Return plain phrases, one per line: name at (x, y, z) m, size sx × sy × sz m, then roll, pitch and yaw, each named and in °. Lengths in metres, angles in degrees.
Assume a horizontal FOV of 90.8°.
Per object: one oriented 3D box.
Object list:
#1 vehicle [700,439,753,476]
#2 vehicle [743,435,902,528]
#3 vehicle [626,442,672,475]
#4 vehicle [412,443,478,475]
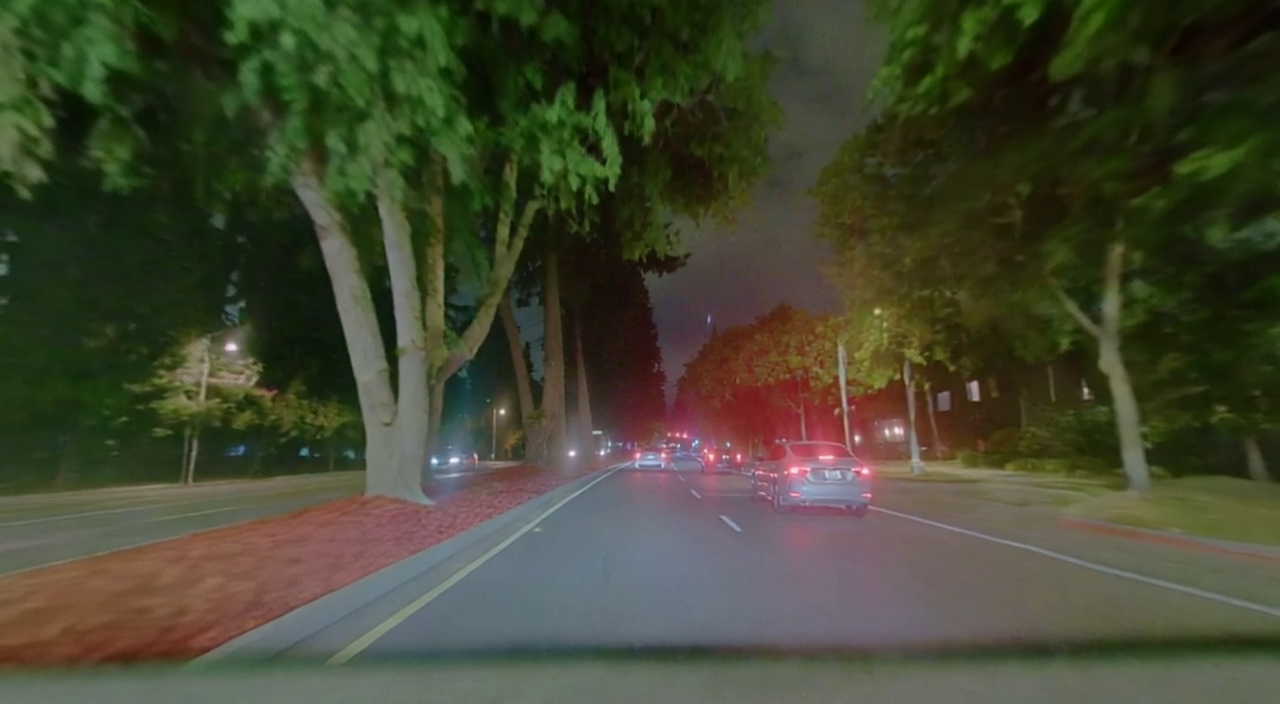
vehicle at (4.180, 5.154, 31.122) m, size 2.074 × 1.652 × 4.340 m, roll 0°, pitch -9°, yaw 1°
vehicle at (3.396, 2.481, 12.695) m, size 1.985 × 1.529 × 4.147 m, roll 0°, pitch -9°, yaw 1°
vehicle at (0.481, 5.091, 30.485) m, size 2.082 × 1.473 × 4.028 m, roll 0°, pitch -9°, yaw 2°
vehicle at (-10.848, 5.979, 35.527) m, size 2.067 × 1.657 × 4.510 m, roll 0°, pitch -9°, yaw 2°
